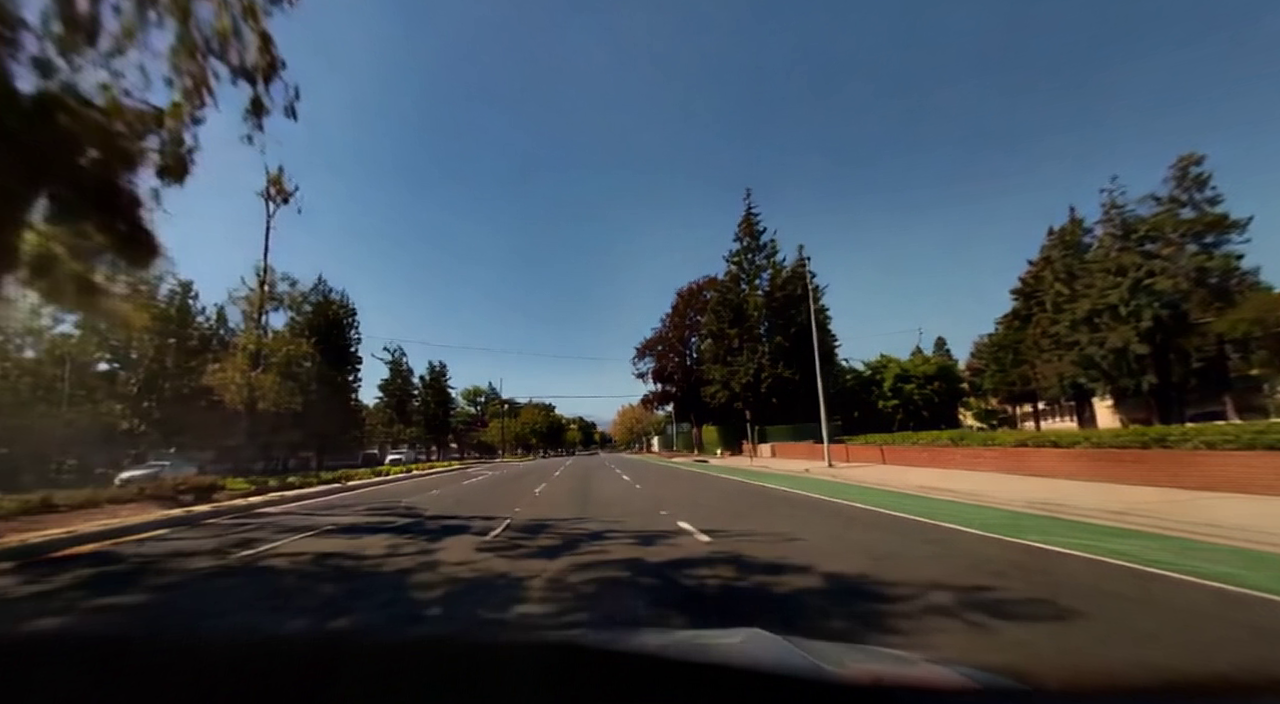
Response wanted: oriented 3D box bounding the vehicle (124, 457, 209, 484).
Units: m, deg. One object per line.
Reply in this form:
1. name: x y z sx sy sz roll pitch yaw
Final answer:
1. vehicle: -31.580 7.902 42.370 2.089 1.556 4.961 0 -9 -4
